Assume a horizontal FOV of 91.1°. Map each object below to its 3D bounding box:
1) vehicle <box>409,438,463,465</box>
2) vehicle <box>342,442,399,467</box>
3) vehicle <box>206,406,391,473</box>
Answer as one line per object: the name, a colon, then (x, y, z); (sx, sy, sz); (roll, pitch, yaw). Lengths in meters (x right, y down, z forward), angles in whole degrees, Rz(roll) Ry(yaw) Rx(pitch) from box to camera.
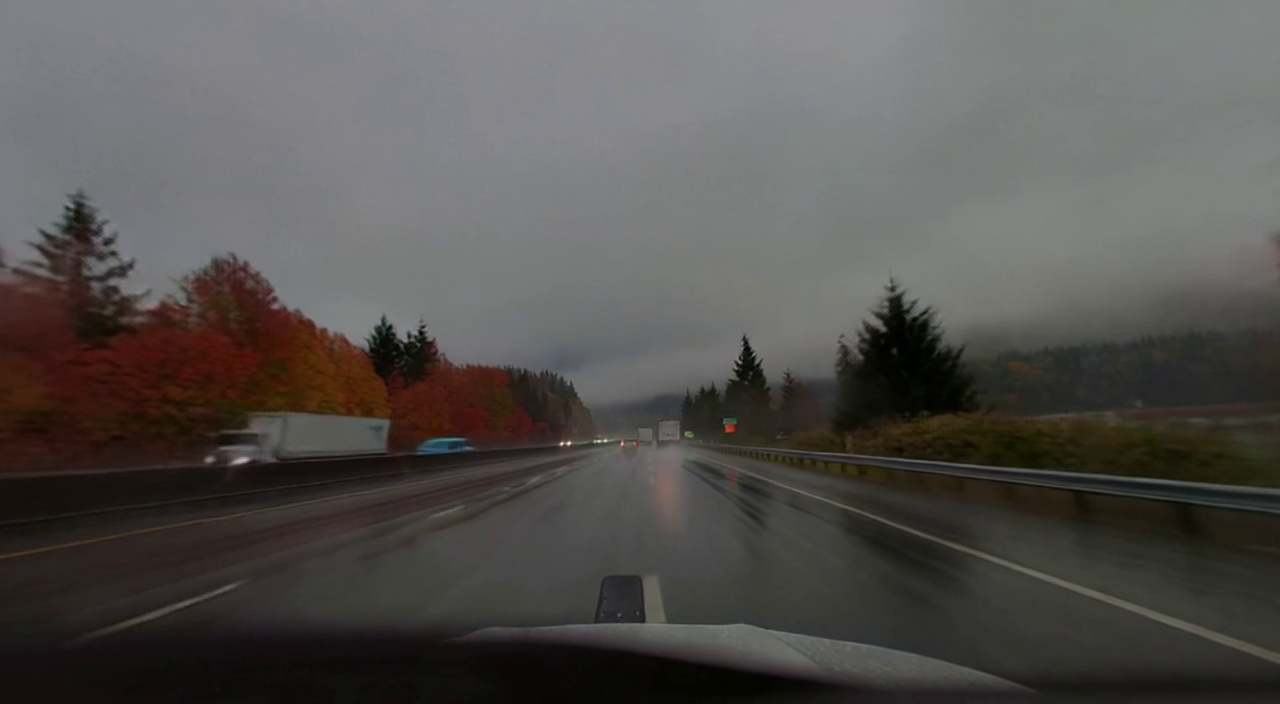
vehicle: (-14.166, 6.912, 43.904); (2.066, 1.794, 4.755); (-1, -8, 2)
vehicle: (-18.627, 7.052, 43.572); (2.072, 1.602, 4.032); (-1, -8, 1)
vehicle: (-22.630, 6.125, 43.929); (3.424, 3.766, 16.922); (-1, -8, 1)
